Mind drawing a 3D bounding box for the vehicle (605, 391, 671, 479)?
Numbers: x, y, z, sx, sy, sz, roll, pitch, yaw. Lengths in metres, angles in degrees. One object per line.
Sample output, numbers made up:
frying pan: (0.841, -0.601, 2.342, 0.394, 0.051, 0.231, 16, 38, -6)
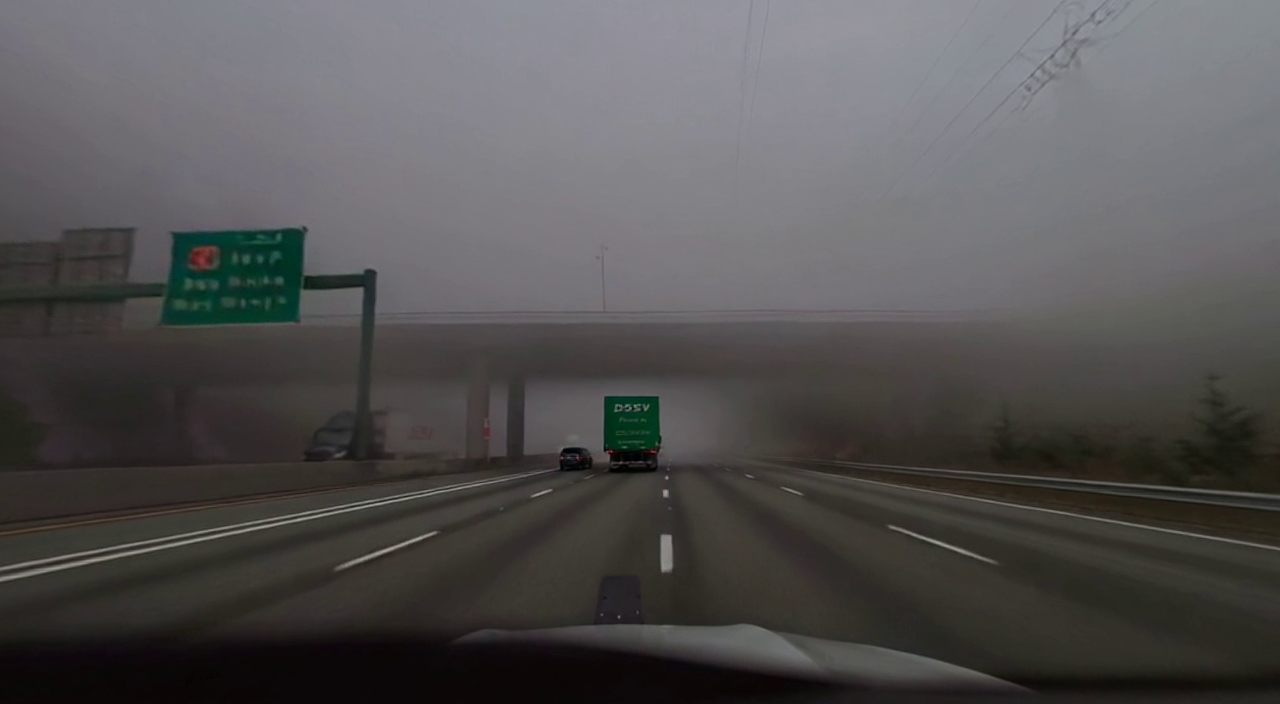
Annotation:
vehicle: (0.085, 4.812, 35.500, 3.025, 4.002, 12.709, -1, -9, 2)

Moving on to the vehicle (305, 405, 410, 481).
vehicle: (-15.990, 5.271, 36.154, 3.017, 3.970, 5.806, -1, -9, 3)

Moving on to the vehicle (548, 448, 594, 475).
vehicle: (-3.940, 6.329, 36.679, 1.958, 1.467, 4.737, -1, -9, 3)
